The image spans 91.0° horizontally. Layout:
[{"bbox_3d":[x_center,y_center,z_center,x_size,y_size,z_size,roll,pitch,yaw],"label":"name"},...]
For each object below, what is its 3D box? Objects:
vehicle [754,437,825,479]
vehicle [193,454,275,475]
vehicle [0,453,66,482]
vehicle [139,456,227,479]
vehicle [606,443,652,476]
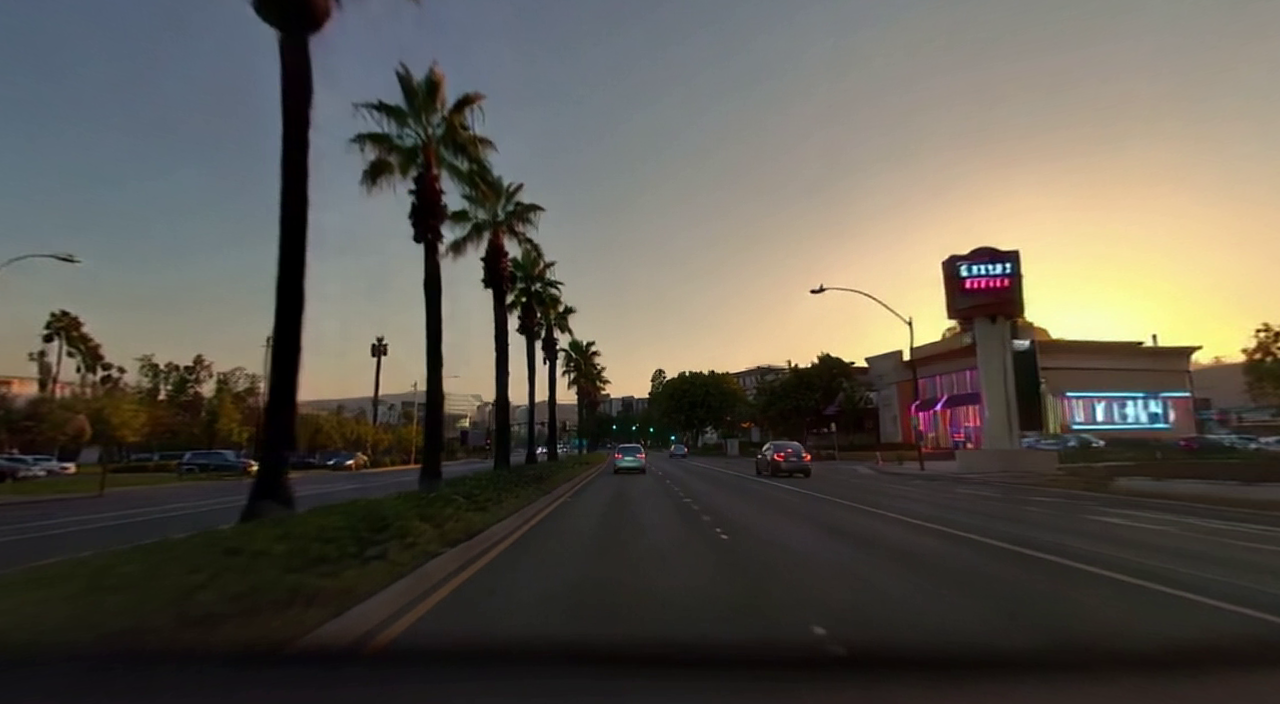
[{"bbox_3d":[6.226,4.453,26.693,1.949,1.647,3.894,0,-8,-2],"label":"vehicle"},{"bbox_3d":[-31.136,8.598,48.358,4.767,1.489,2.051,0,-8,-3],"label":"vehicle"},{"bbox_3d":[-44.581,8.205,45.032,2.083,1.900,5.420,0,-8,-4],"label":"vehicle"},{"bbox_3d":[-31.257,7.873,43.158,4.452,1.470,2.016,0,-9,-1],"label":"vehicle"},{"bbox_3d":[-0.474,4.903,28.899,1.970,1.402,3.756,0,-8,-1],"label":"vehicle"}]
